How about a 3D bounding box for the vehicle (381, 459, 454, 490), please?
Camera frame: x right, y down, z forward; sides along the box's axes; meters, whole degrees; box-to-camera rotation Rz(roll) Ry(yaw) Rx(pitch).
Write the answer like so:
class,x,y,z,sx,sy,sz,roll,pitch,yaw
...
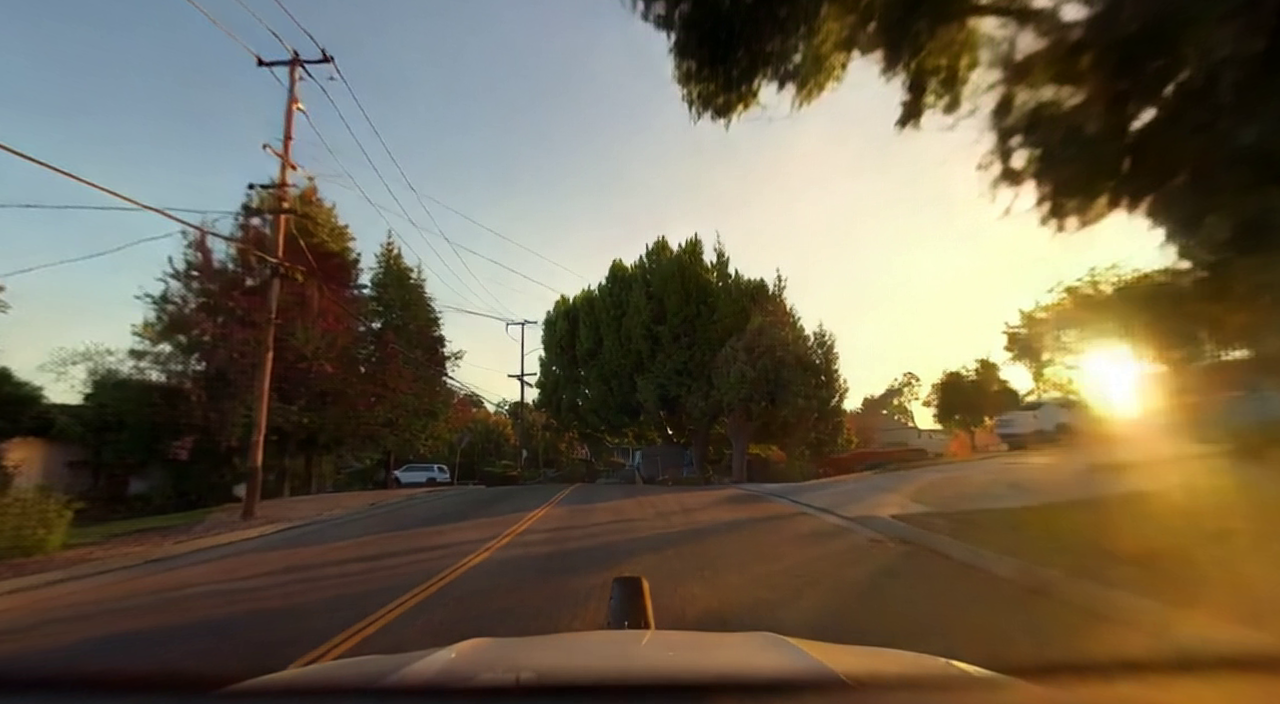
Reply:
class,x,y,z,sx,sy,sz,roll,pitch,yaw
vehicle,-16.620,9.227,47.572,2.301,2.081,6.706,-3,-11,8
